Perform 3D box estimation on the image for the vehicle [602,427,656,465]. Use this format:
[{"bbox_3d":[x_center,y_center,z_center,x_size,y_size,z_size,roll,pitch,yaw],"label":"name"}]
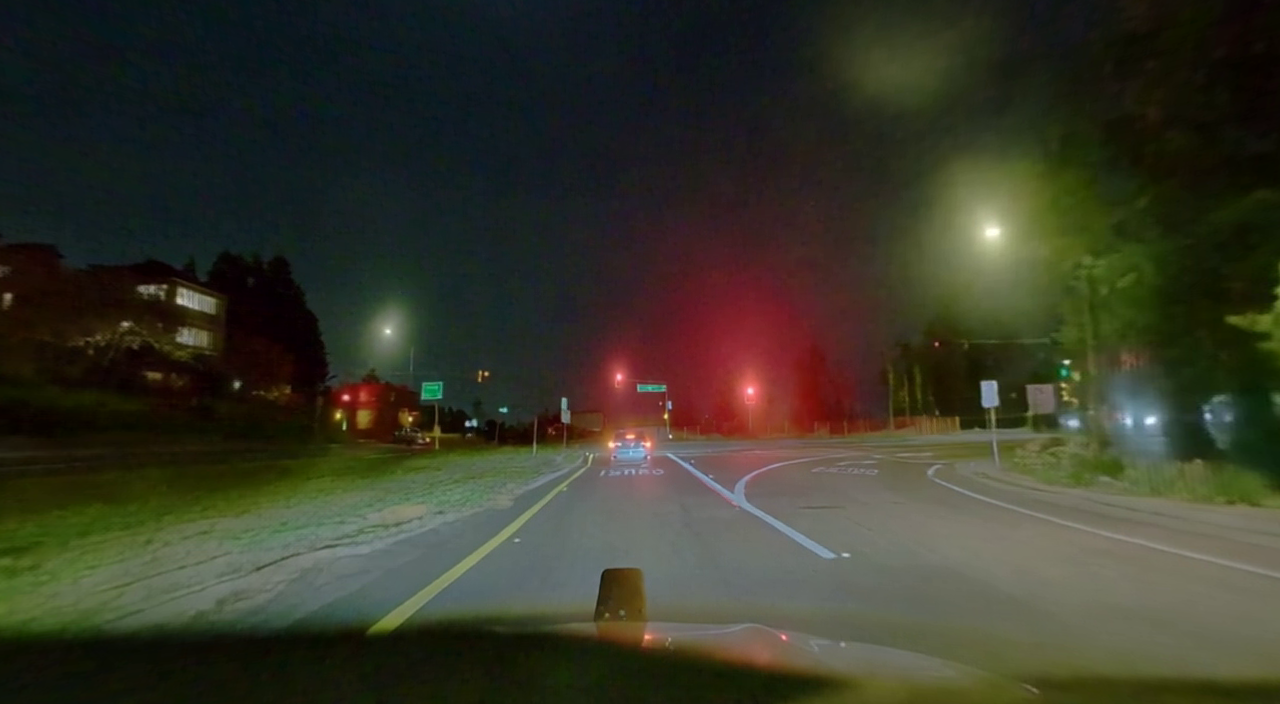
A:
[{"bbox_3d":[-0.453,3.918,26.394,2.056,1.473,4.380,0,-8,-1],"label":"vehicle"}]
